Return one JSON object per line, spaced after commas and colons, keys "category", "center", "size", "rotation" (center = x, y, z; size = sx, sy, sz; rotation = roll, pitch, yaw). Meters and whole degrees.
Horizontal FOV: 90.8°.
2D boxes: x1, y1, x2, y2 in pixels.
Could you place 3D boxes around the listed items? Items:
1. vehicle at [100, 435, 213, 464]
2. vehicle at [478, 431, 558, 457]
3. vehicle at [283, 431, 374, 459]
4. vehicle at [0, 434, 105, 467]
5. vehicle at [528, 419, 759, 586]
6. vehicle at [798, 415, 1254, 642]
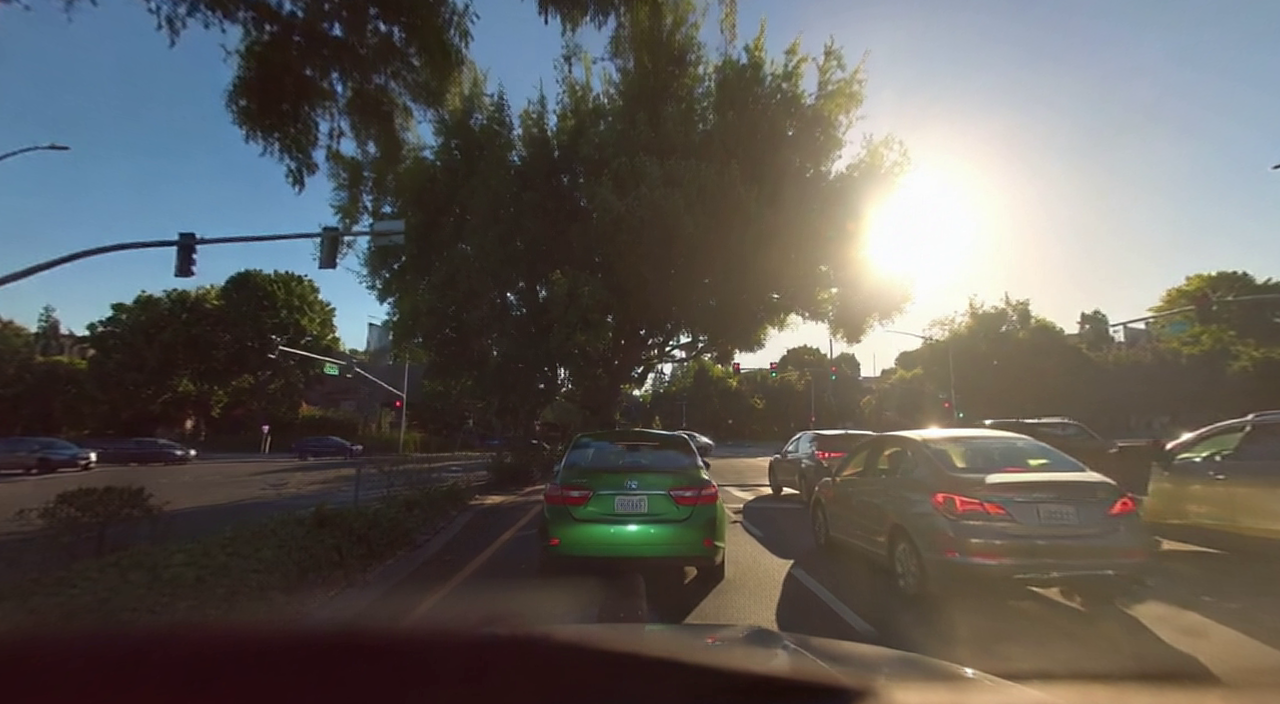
{"category": "vehicle", "center": [-26.928, 5.440, 35.292], "size": [4.869, 1.502, 1.979], "rotation": [-1, -9, 6]}
{"category": "vehicle", "center": [-7.673, 5.806, 39.650], "size": [4.670, 1.542, 1.861], "rotation": [3, -9, -18]}
{"category": "vehicle", "center": [-19.015, 5.706, 38.741], "size": [4.526, 1.649, 1.920], "rotation": [0, -9, -1]}
{"category": "vehicle", "center": [-30.497, 5.050, 32.409], "size": [4.517, 1.637, 1.935], "rotation": [-1, -9, 7]}
{"category": "vehicle", "center": [0.034, 1.639, 7.715], "size": [2.026, 1.458, 4.175], "rotation": [0, -9, 0]}
{"category": "vehicle", "center": [3.094, 1.488, 6.403], "size": [1.861, 1.479, 4.371], "rotation": [0, -8, 0]}
